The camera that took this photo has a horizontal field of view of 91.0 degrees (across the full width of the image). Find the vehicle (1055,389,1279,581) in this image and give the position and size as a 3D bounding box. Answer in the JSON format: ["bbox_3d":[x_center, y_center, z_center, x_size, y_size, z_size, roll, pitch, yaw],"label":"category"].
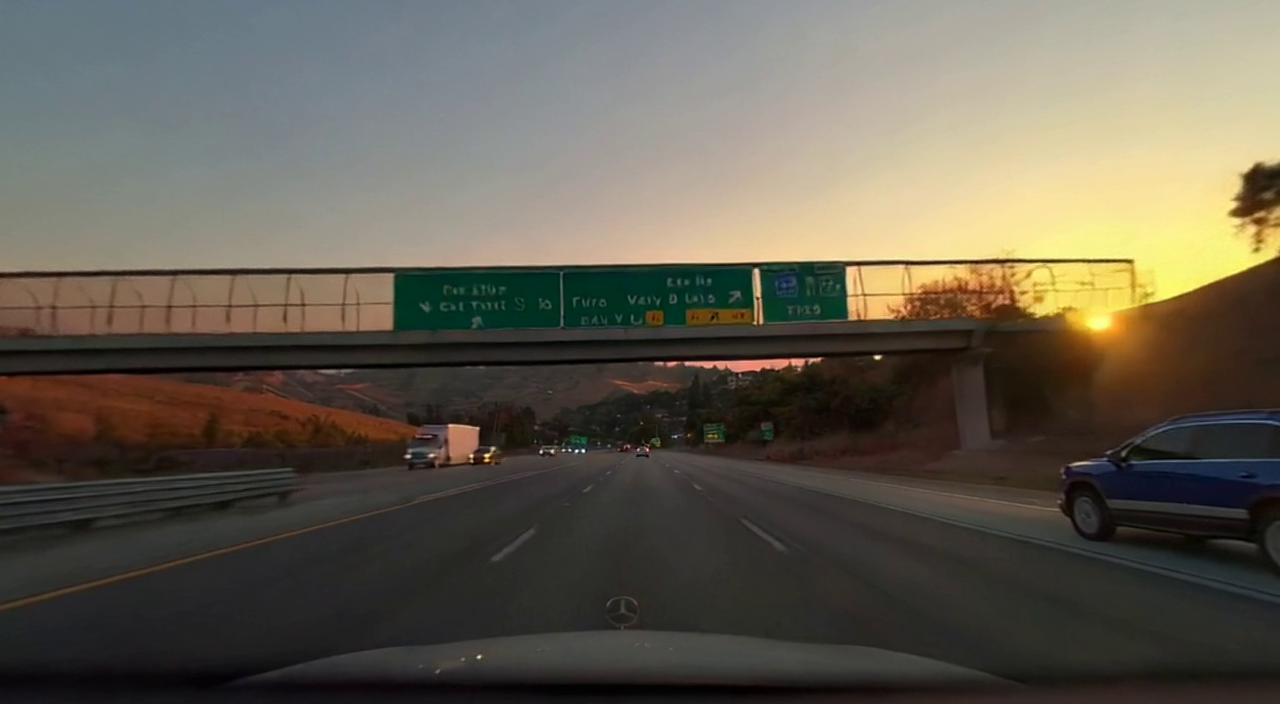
[{"bbox_3d":[7.323,1.391,6.764,2.186,1.848,5.136,0,-9,0],"label":"vehicle"}]

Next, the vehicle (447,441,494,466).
[{"bbox_3d":[-12.771,7.696,47.808,2.080,1.752,4.892,0,-9,2],"label":"vehicle"}]
